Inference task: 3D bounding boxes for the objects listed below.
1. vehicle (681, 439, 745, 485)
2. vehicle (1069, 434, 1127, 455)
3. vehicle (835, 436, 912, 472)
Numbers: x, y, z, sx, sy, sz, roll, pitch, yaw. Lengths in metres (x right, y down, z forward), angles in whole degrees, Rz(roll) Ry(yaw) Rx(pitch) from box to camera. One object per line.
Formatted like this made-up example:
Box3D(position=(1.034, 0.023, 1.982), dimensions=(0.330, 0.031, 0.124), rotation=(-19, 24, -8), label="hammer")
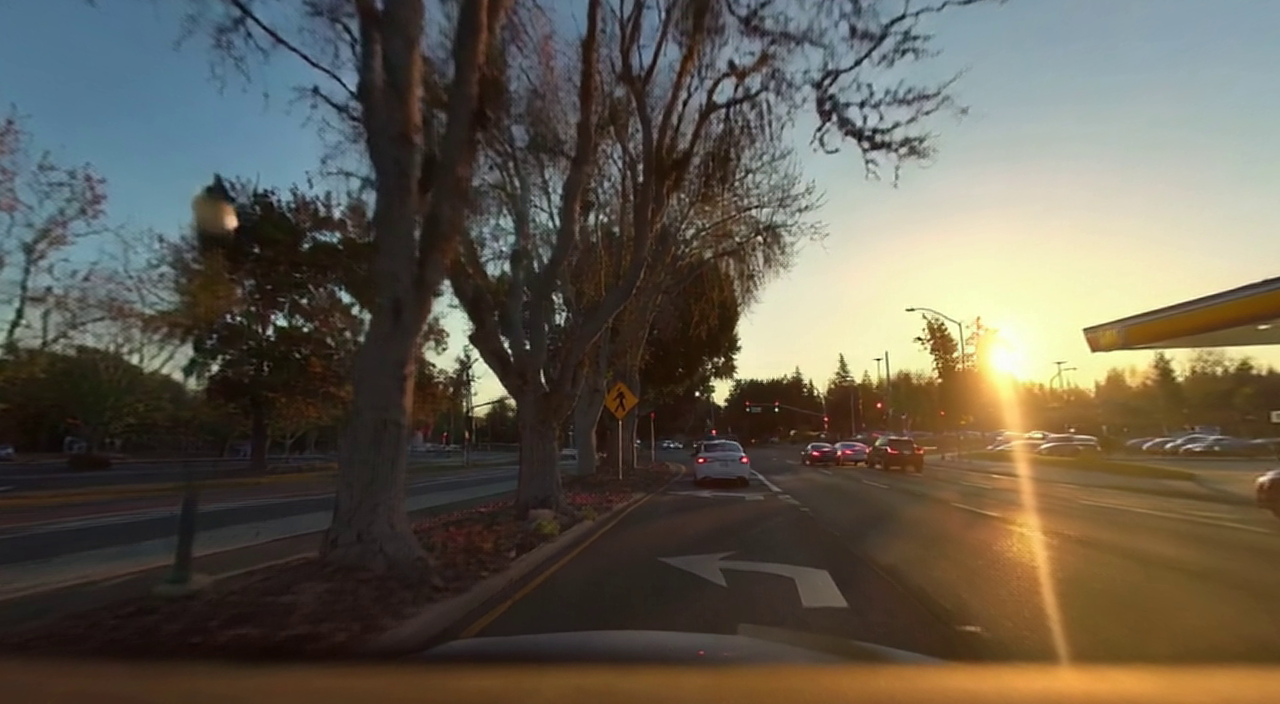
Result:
Box3D(position=(2.586, 3.884, 22.509), dimensions=(2.032, 1.461, 4.173), rotation=(-1, -9, 6), label="vehicle")
Box3D(position=(34.893, 7.082, 48.177), dimensions=(1.914, 1.563, 3.672), rotation=(-1, -9, 7), label="vehicle")
Box3D(position=(11.873, 5.216, 32.444), dimensions=(1.991, 1.695, 4.357), rotation=(1, -9, -4), label="vehicle")
